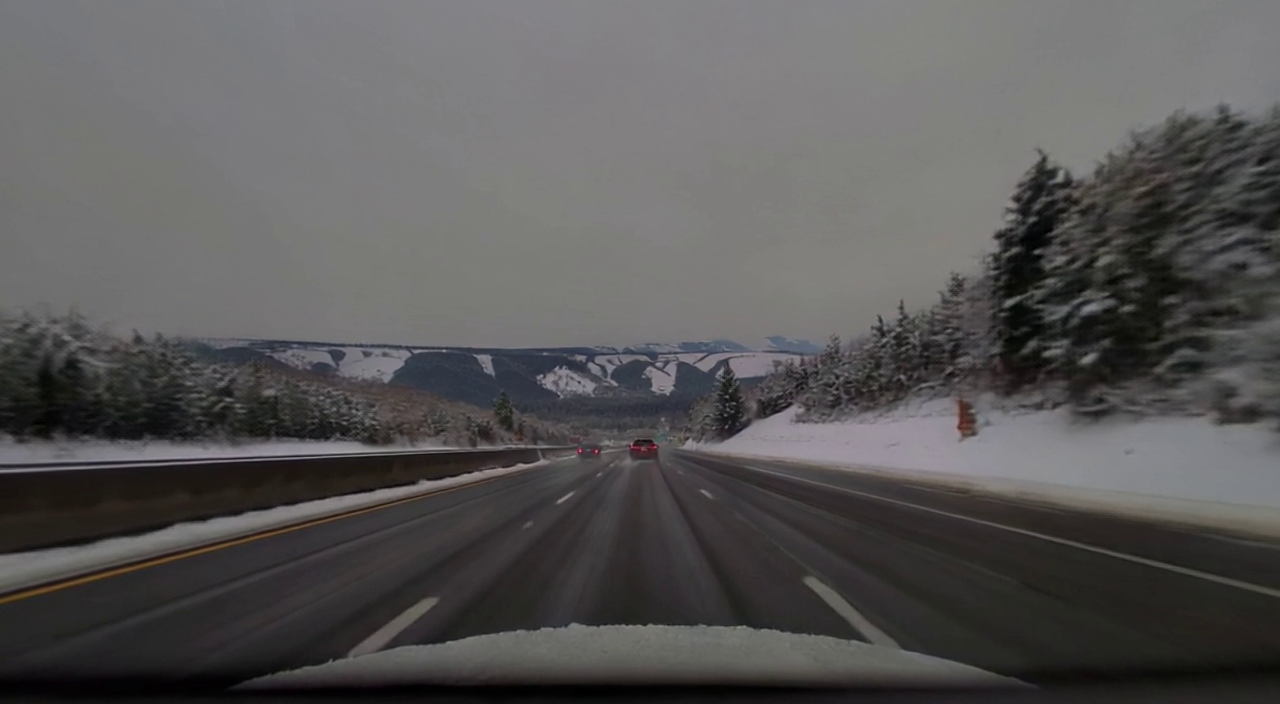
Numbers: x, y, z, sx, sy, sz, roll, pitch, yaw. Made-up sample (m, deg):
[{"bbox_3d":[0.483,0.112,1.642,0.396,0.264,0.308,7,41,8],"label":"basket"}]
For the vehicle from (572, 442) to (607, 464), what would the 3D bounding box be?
[{"bbox_3d":[-3.537,7.188,45.015,2.082,1.485,4.237,0,-8,1],"label":"vehicle"}]

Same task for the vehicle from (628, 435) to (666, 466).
[{"bbox_3d":[0.415,6.256,40.061,2.272,1.836,4.866,0,-8,0],"label":"vehicle"}]
